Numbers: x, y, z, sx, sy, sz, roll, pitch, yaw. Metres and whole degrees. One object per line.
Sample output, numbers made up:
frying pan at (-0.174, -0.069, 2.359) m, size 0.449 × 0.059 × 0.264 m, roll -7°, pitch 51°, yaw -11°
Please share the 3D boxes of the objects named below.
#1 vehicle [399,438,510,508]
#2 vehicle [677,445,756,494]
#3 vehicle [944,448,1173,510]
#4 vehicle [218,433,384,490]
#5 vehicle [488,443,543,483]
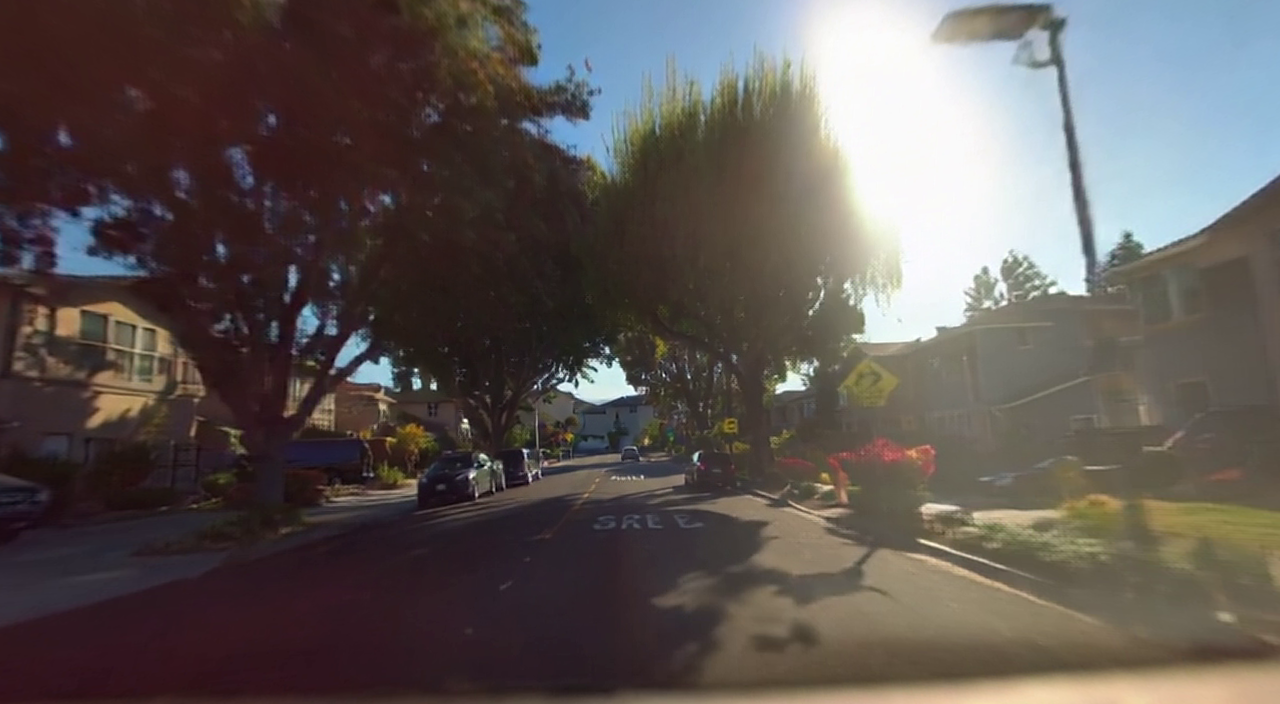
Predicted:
vehicle at (-5.898, 3.842, 20.848) m, size 2.155 × 1.907 × 5.100 m, roll -2°, pitch -7°, yaw 0°
vehicle at (2.549, 4.047, 22.209) m, size 2.047 × 1.532 × 4.350 m, roll 0°, pitch -9°, yaw -3°
vehicle at (10.722, 3.250, 16.441) m, size 4.628 × 1.403 × 1.926 m, roll 0°, pitch -9°, yaw -3°
vehicle at (-13.230, 4.298, 24.945) m, size 5.234 × 2.076 × 2.197 m, roll 0°, pitch -9°, yaw 1°
vehicle at (-6.449, 5.842, 33.187) m, size 2.027 × 1.803 × 4.306 m, roll -4°, pitch -10°, yaw -1°
